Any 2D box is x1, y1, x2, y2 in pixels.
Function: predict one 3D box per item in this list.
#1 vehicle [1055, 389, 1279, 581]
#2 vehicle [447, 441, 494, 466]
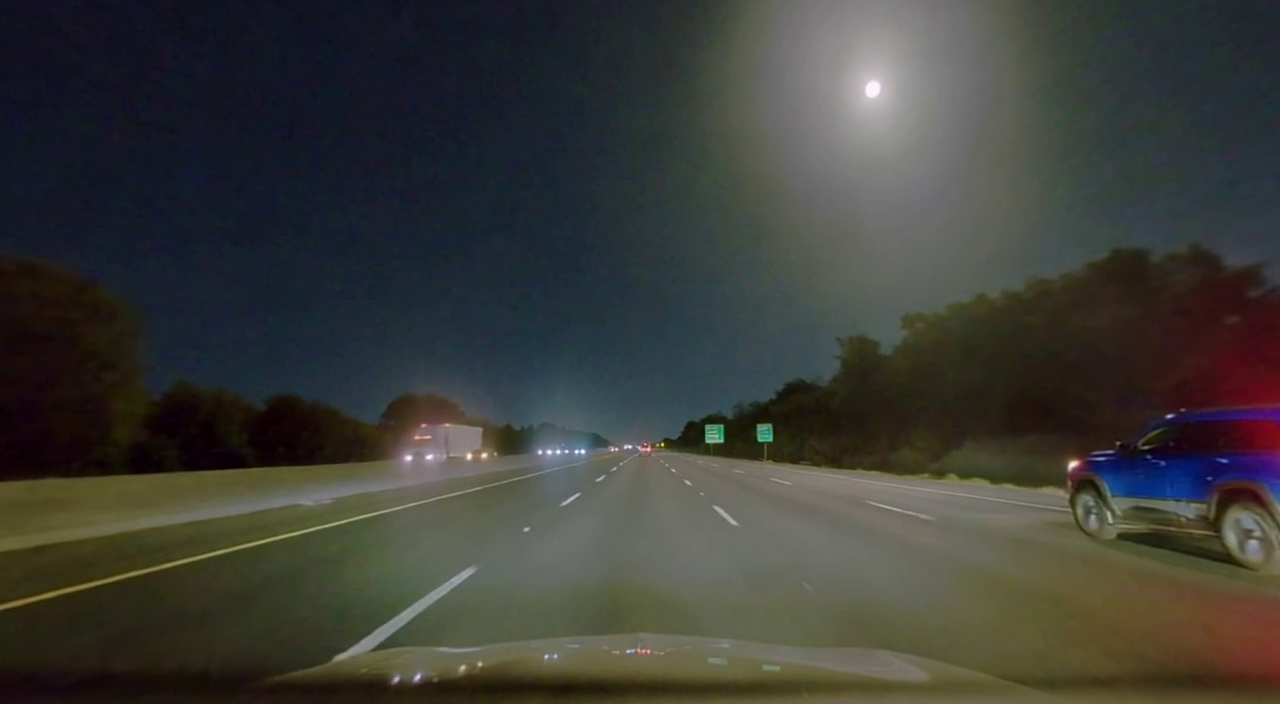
[{"bbox_3d":[7.323,1.391,6.764,2.186,1.848,5.136,0,-9,0],"label":"vehicle"},{"bbox_3d":[-12.771,7.696,47.808,2.080,1.752,4.892,0,-9,2],"label":"vehicle"}]
